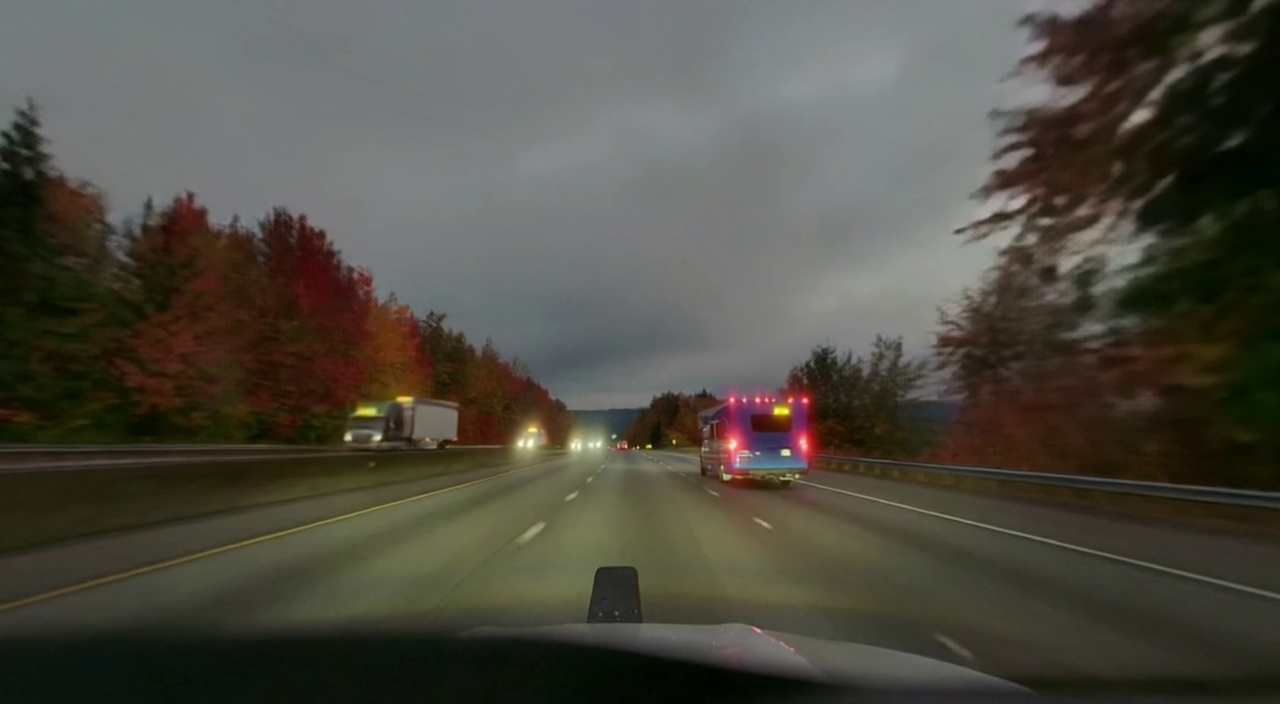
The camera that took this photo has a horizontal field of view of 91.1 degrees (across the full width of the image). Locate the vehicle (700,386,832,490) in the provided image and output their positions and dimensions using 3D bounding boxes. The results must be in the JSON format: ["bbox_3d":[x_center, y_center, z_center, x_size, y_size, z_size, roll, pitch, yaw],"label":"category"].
[{"bbox_3d":[3.822,2.851,20.996,2.815,2.876,7.101,0,-8,-1],"label":"vehicle"}]
